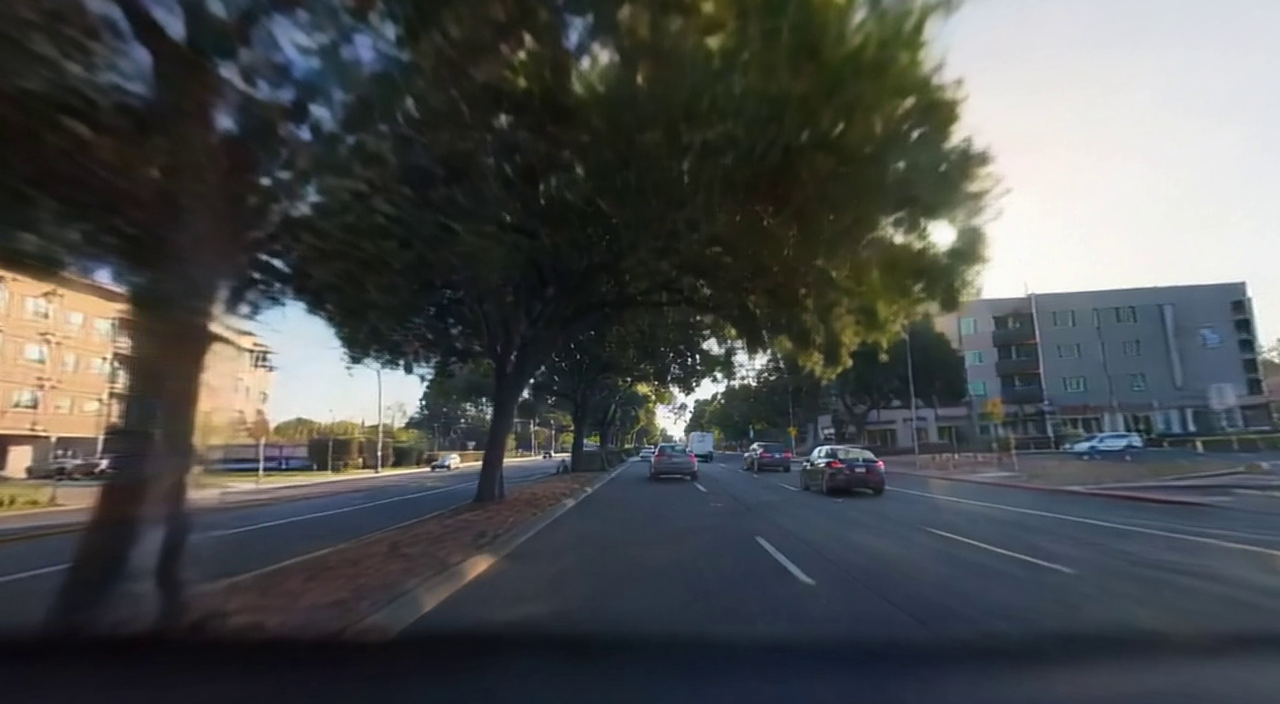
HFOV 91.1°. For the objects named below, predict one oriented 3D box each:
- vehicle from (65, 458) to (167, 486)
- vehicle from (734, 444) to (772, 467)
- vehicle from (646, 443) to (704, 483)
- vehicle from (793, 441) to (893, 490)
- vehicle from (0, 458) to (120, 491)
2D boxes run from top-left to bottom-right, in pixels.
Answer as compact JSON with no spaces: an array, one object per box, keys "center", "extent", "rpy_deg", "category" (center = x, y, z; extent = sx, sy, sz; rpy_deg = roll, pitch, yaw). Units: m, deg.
[{"center":[-28.219,6.445,33.872],"extent":[4.021,1.421,1.807],"rpy_deg":[-1,-9,7],"category":"vehicle"},{"center":[7.850,7.206,43.957],"extent":[1.930,1.479,4.477],"rpy_deg":[0,-8,1],"category":"vehicle"},{"center":[1.312,4.425,25.384],"extent":[1.971,1.479,4.493],"rpy_deg":[0,-8,-1],"category":"vehicle"},{"center":[6.744,3.786,21.385],"extent":[1.918,1.484,4.456],"rpy_deg":[0,-8,0],"category":"vehicle"},{"center":[-29.068,6.085,31.344],"extent":[4.510,1.504,2.005],"rpy_deg":[-1,-8,3],"category":"vehicle"}]
